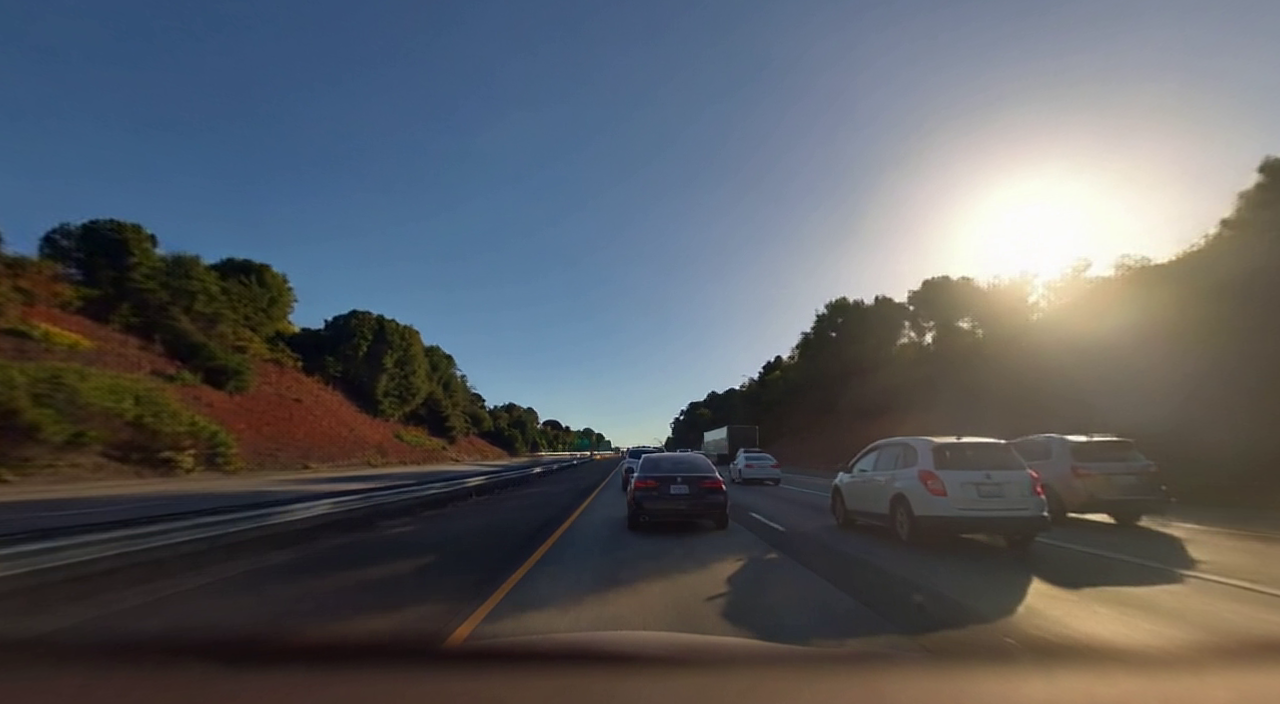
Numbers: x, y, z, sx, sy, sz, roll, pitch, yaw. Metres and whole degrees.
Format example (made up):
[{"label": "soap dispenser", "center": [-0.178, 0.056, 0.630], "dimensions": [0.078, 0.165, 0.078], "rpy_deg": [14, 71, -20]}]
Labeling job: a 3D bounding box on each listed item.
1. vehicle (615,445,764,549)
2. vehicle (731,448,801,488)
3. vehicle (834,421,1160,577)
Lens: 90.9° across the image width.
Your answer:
[{"label": "vehicle", "center": [0.663, 2.332, 10.770], "dimensions": [2.094, 1.426, 3.725], "rpy_deg": [0, -9, -1]}, {"label": "vehicle", "center": [5.134, 4.786, 26.302], "dimensions": [1.908, 1.500, 4.157], "rpy_deg": [0, -9, -2]}, {"label": "vehicle", "center": [4.599, 1.959, 9.208], "dimensions": [1.998, 1.657, 4.604], "rpy_deg": [0, -9, -1]}]
